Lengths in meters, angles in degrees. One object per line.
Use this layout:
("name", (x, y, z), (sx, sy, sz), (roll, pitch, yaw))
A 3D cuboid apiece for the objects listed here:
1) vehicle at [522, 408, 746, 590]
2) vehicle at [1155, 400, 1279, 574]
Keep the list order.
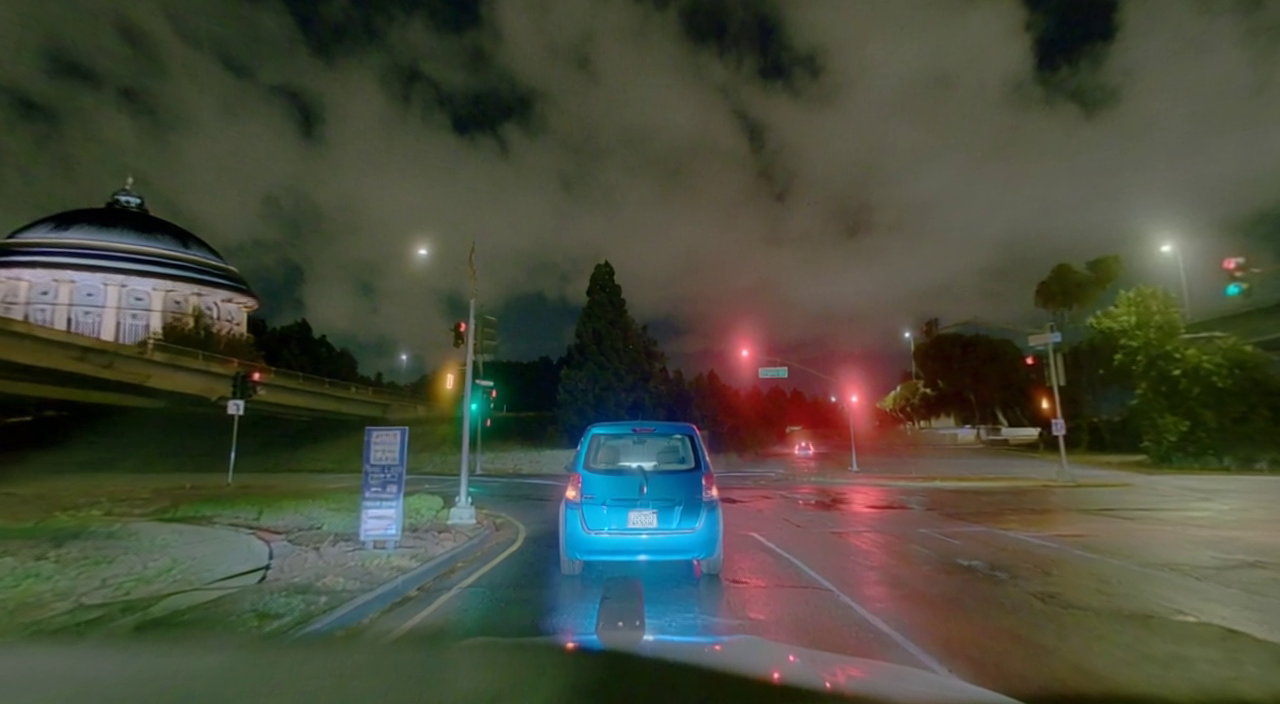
("vehicle", (-0.046, 1.589, 7.525), (1.976, 1.584, 3.772), (0, -9, 0))
("vehicle", (7.598, 1.268, 5.642), (2.055, 1.776, 4.646), (0, -9, 1))
